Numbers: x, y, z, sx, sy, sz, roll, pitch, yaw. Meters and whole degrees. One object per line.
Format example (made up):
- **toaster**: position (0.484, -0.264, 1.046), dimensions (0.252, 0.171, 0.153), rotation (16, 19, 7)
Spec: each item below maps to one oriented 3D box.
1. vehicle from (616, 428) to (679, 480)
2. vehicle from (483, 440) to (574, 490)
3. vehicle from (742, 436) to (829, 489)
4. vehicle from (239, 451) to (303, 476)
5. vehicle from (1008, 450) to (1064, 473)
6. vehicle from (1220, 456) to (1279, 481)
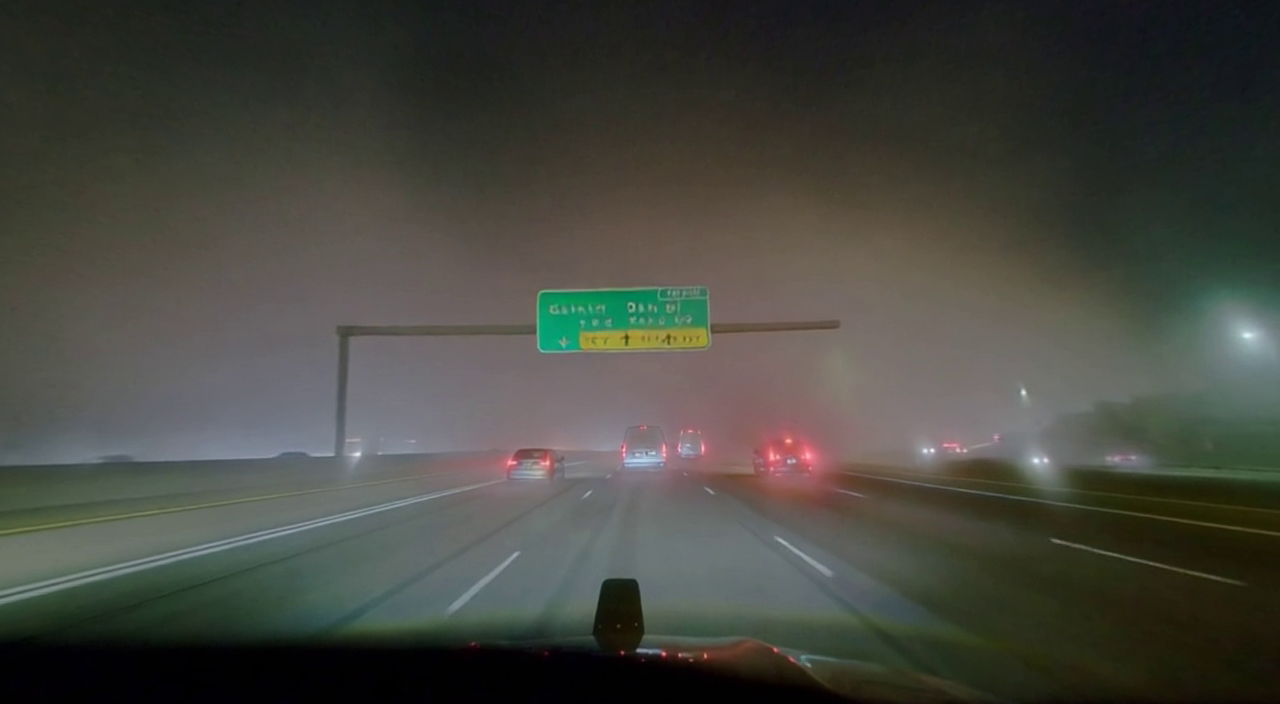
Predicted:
- **vehicle**: position (0.319, 4.471, 27.757), dimensions (2.509, 2.062, 4.639), rotation (0, -9, 0)
- **vehicle**: position (-3.750, 3.914, 22.160), dimensions (2.173, 1.542, 4.781), rotation (0, -8, 2)
- **vehicle**: position (5.009, 3.869, 22.379), dimensions (2.146, 1.678, 4.489), rotation (0, -8, 1)
- **vehicle**: position (-22.868, 6.895, 39.156), dimensions (1.640, 1.464, 3.687), rotation (0, -9, 2)
- **vehicle**: position (30.864, 8.516, 49.238), dimensions (2.039, 1.718, 4.674), rotation (-1, -9, 10)
- **vehicle**: position (42.976, 7.949, 43.159), dimensions (4.217, 1.445, 1.810), rotation (-5, -8, 12)
